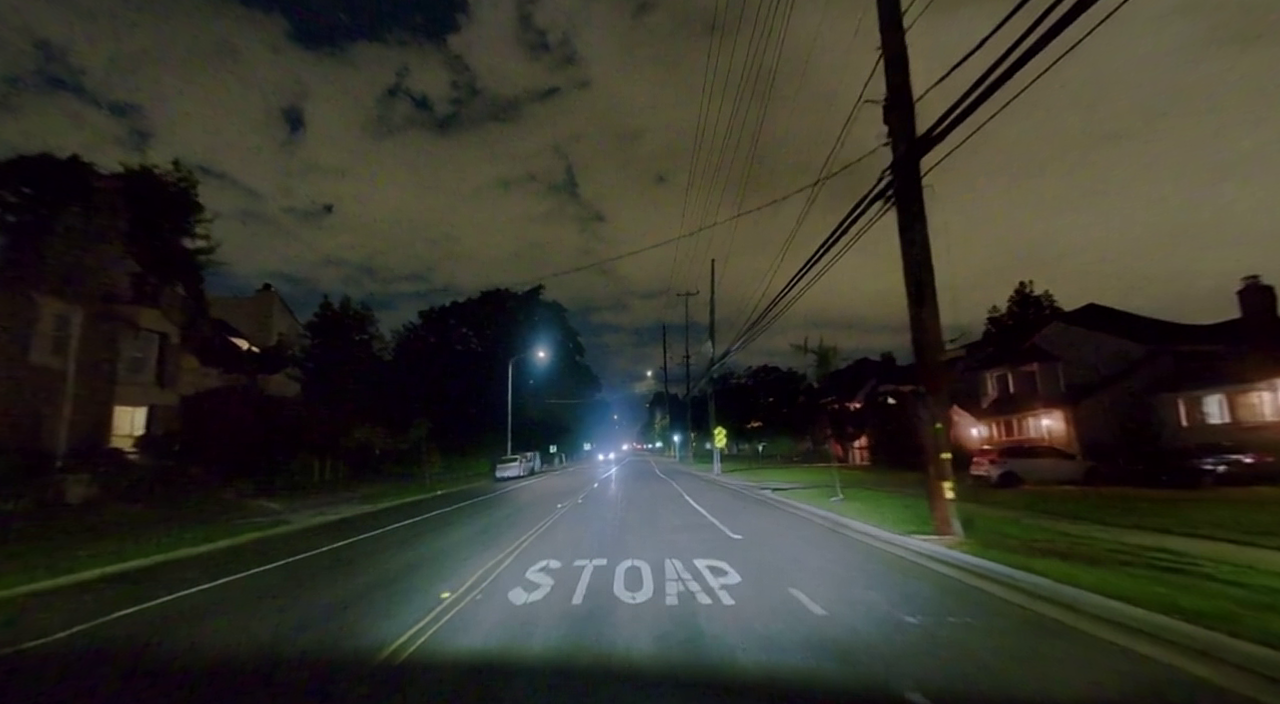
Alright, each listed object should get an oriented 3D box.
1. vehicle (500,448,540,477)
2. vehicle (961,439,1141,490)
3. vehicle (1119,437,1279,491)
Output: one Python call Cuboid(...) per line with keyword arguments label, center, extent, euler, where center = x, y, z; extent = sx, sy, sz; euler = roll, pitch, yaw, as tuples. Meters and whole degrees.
Cuboid(label="vehicle", center=(-8.223, 7.566, 43.575), extent=(2.002, 1.747, 4.466), euler=(-1, -8, -1))
Cuboid(label="vehicle", center=(13.713, 3.754, 21.308), extent=(4.624, 1.420, 2.045), euler=(-2, -8, -3))
Cuboid(label="vehicle", center=(19.110, 3.716, 21.233), extent=(4.362, 1.480, 1.903), euler=(-3, -7, 0))
